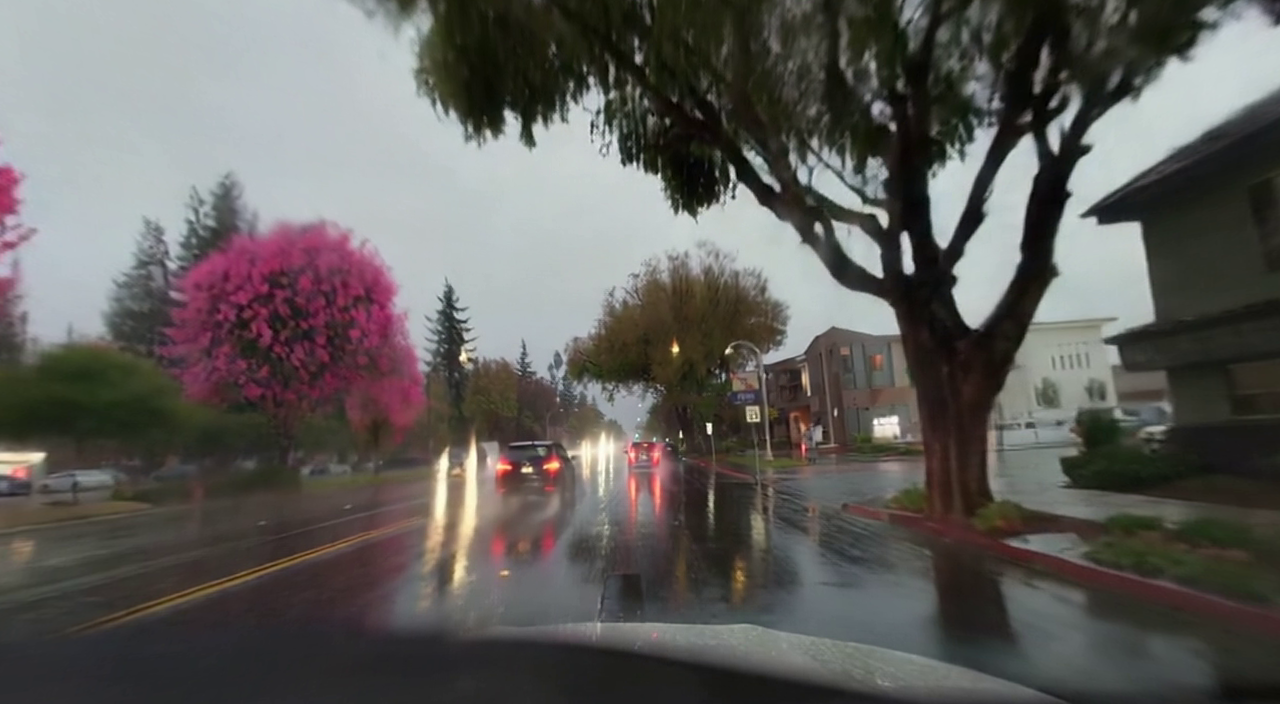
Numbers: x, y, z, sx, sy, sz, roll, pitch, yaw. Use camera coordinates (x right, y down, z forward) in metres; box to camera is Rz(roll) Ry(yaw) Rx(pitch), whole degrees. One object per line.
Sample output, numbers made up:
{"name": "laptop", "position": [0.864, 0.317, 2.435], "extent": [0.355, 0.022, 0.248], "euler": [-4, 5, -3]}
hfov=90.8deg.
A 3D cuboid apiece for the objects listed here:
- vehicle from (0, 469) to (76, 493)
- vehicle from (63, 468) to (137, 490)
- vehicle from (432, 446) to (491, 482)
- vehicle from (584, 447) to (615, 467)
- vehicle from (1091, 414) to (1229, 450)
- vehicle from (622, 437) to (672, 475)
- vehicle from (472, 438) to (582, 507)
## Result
{"name": "vehicle", "position": [-42.570, 8.989, 44.109], "extent": [4.605, 1.522, 1.819], "euler": [0, -9, 0]}
{"name": "vehicle", "position": [-42.086, 9.877, 49.287], "extent": [4.089, 1.565, 1.759], "euler": [0, -9, 0]}
{"name": "vehicle", "position": [-9.562, 6.000, 34.211], "extent": [2.028, 1.825, 4.208], "euler": [0, -9, -1]}
{"name": "vehicle", "position": [-2.996, 7.900, 47.887], "extent": [2.001, 1.431, 4.389], "euler": [0, -9, 0]}
{"name": "vehicle", "position": [23.124, 3.631, 28.394], "extent": [1.987, 1.465, 4.819], "euler": [0, -9, -2]}
{"name": "vehicle", "position": [0.316, 5.336, 32.553], "extent": [2.376, 1.801, 4.317], "euler": [0, -9, 0]}
{"name": "vehicle", "position": [-2.945, 3.248, 17.489], "extent": [2.167, 1.634, 4.220], "euler": [0, -9, 1]}
